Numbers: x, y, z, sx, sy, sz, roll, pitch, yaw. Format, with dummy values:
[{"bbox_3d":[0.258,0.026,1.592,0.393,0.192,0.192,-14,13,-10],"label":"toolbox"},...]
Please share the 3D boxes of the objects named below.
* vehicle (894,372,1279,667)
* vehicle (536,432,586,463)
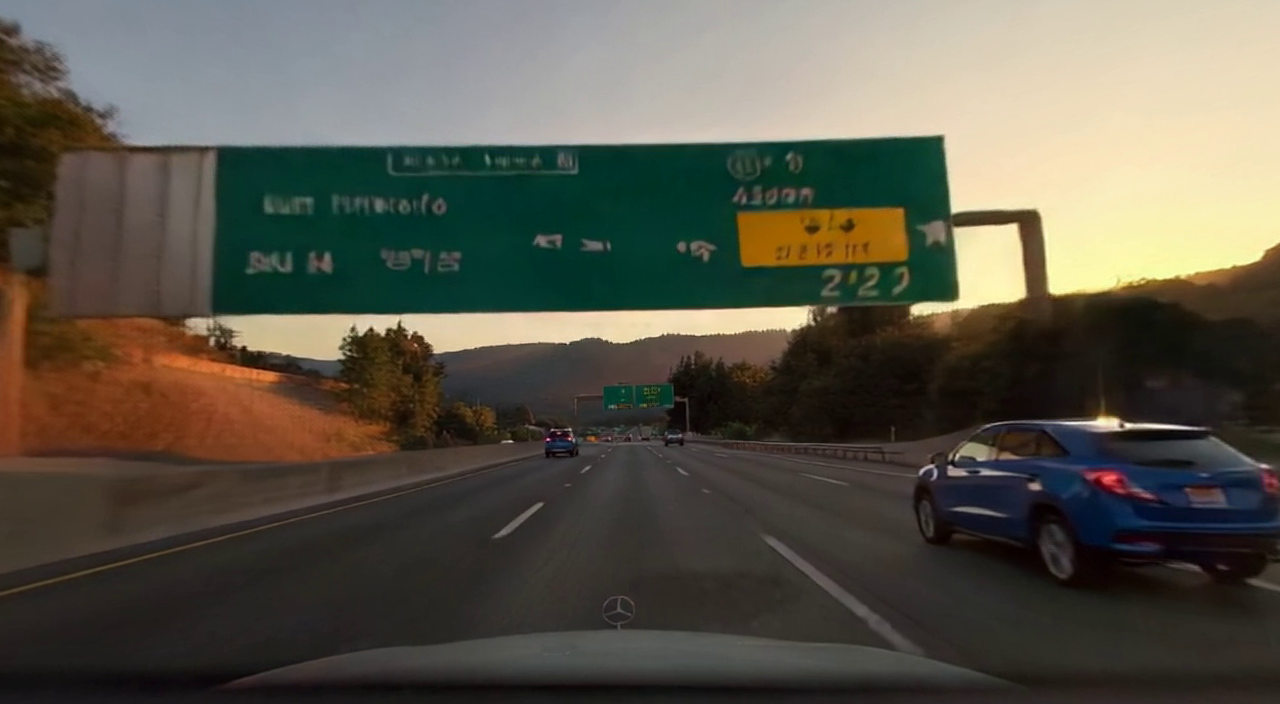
[{"bbox_3d":[4.127,1.169,5.484,2.011,1.576,4.060,0,-8,-2],"label":"vehicle"},{"bbox_3d":[-3.951,4.835,32.173,2.032,1.465,4.316,0,-8,-1],"label":"vehicle"}]
